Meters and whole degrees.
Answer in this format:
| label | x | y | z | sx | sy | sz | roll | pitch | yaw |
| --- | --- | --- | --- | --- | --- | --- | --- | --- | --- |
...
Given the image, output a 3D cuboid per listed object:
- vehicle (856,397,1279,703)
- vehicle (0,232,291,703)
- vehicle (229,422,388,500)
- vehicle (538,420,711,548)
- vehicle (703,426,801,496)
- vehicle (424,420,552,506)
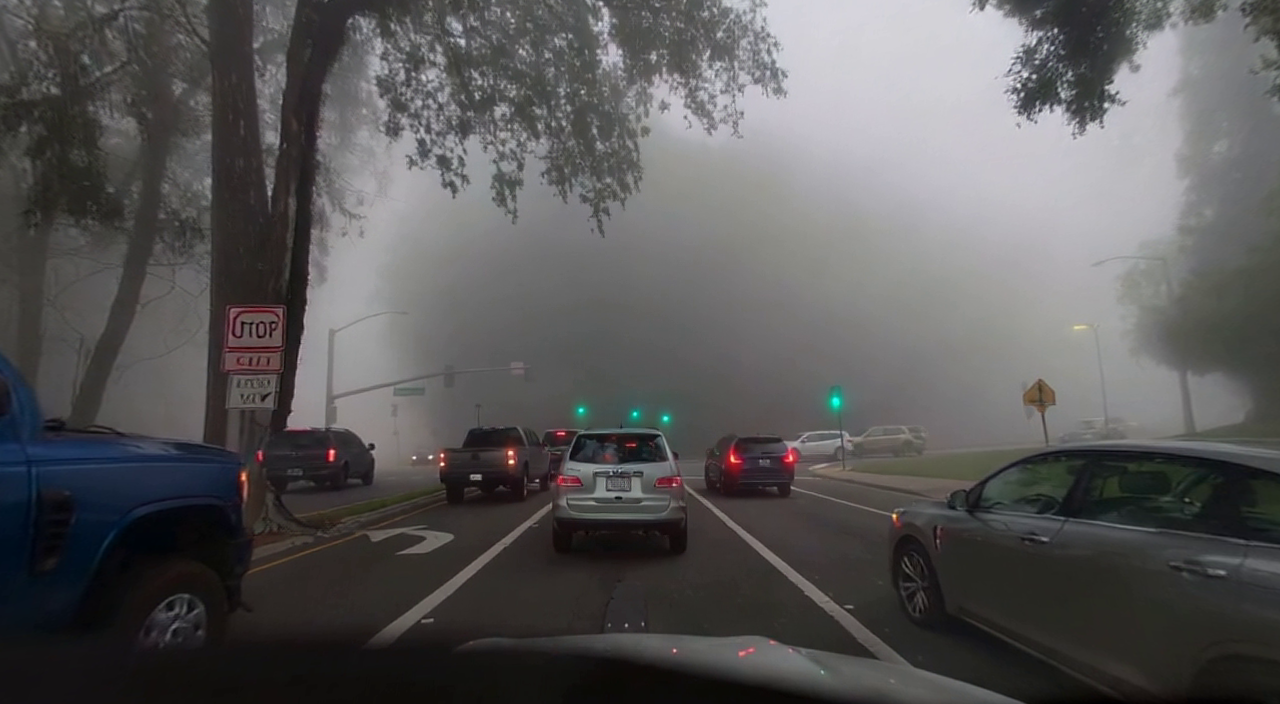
| label | x | y | z | sx | sy | sz | roll | pitch | yaw |
| --- | --- | --- | --- | --- | --- | --- | --- | --- | --- |
| vehicle | 3.017 | 1.121 | 3.626 | 1.874 | 1.477 | 4.698 | 0 | -8 | 0 |
| vehicle | -3.453 | 0.441 | 0.846 | 2.656 | 2.021 | 5.800 | 0 | -8 | 0 |
| vehicle | -8.414 | 2.807 | 16.658 | 2.385 | 1.687 | 5.025 | 2 | -9 | -12 |
| vehicle | -0.210 | 1.958 | 9.937 | 2.194 | 1.607 | 3.690 | 0 | -8 | 0 |
| vehicle | 3.204 | 3.225 | 19.065 | 2.102 | 1.841 | 4.587 | 0 | -8 | 0 |
| vehicle | -3.651 | 2.765 | 16.090 | 2.089 | 1.857 | 4.488 | 0 | -8 | 1 |
